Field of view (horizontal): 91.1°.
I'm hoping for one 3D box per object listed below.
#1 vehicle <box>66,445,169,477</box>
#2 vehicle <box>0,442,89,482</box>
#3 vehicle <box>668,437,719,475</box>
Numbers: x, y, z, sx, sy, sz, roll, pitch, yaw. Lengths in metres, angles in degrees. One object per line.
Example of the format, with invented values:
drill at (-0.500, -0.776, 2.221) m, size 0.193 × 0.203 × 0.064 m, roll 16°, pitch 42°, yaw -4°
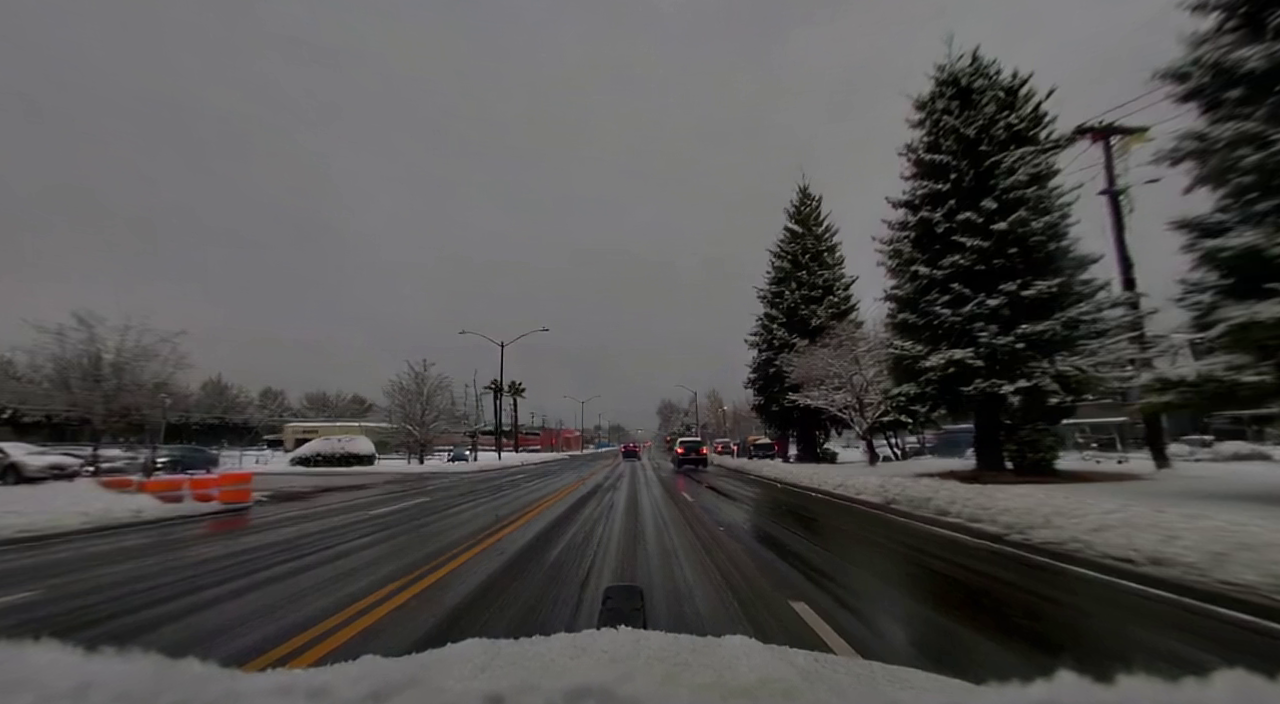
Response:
vehicle at (-27.339, 5.693, 33.037) m, size 1.939 × 1.500 × 4.057 m, roll 1°, pitch -8°, yaw -1°
vehicle at (-25.390, 4.390, 25.188) m, size 4.663 × 1.501 × 1.909 m, roll 6°, pitch -10°, yaw -37°
vehicle at (2.929, 5.847, 35.716) m, size 2.386 × 1.970 × 5.665 m, roll 0°, pitch -8°, yaw 0°
